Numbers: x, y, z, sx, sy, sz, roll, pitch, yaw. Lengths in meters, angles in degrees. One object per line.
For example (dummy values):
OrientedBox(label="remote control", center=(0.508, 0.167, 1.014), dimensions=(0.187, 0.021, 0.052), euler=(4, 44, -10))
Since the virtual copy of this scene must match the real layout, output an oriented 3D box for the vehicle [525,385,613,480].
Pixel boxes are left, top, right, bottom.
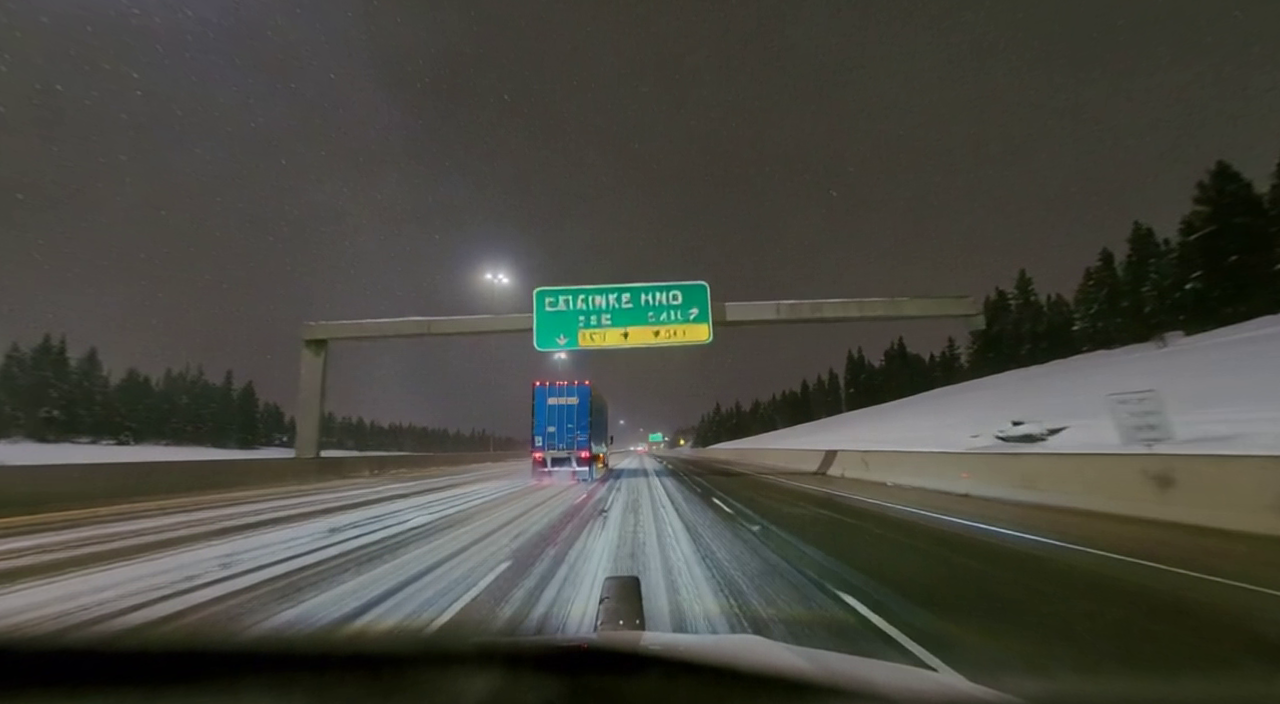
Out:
OrientedBox(label="vehicle", center=(-3.206, 4.207, 31.979), dimensions=(3.059, 3.956, 11.036), euler=(0, -9, 0))
